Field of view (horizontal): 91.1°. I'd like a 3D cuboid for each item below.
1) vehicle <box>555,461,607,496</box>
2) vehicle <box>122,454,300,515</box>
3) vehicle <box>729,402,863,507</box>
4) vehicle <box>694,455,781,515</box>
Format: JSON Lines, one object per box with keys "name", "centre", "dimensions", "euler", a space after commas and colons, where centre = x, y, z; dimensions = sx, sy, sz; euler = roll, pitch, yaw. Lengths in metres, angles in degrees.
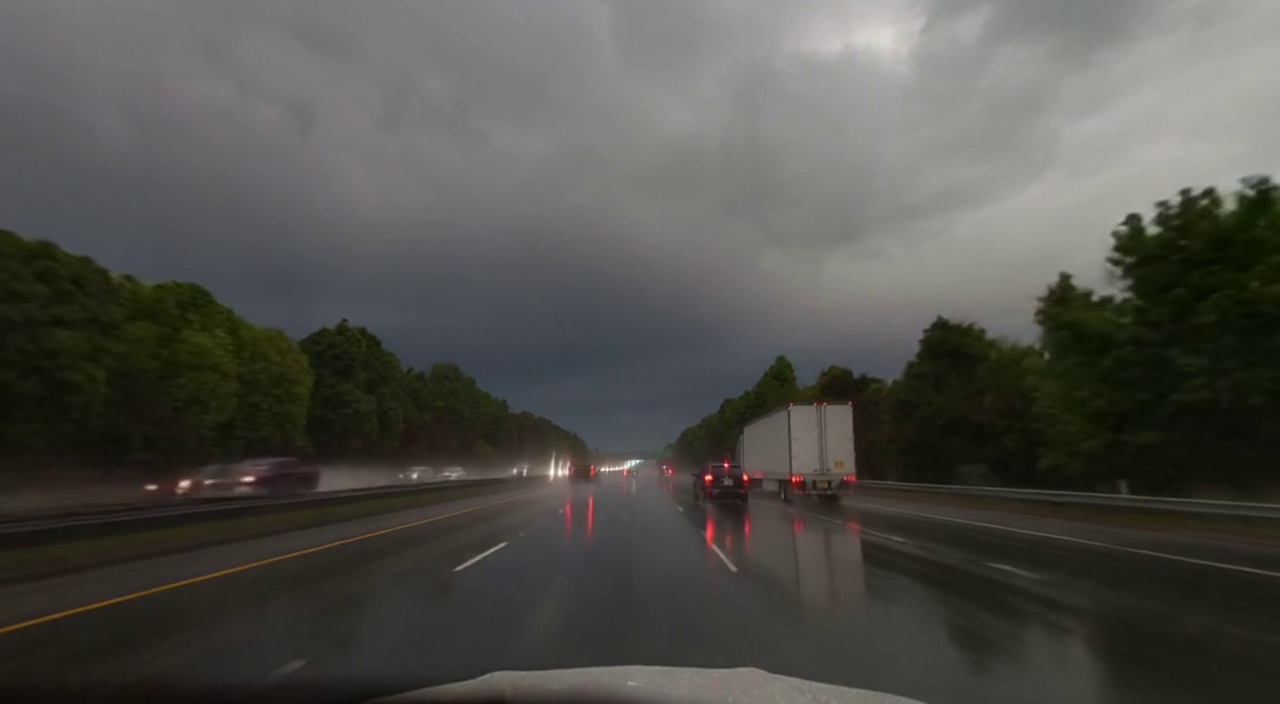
{"name": "vehicle", "centre": [-2.758, 6.105, 30.480], "dimensions": [2.025, 1.547, 4.150], "euler": [1, -10, 1]}
{"name": "vehicle", "centre": [-11.410, 3.551, 17.147], "dimensions": [1.827, 1.412, 4.194], "euler": [1, -10, 1]}
{"name": "vehicle", "centre": [7.449, 5.611, 33.697], "dimensions": [2.883, 4.151, 17.144], "euler": [1, -10, 0]}
{"name": "vehicle", "centre": [3.026, 4.292, 20.586], "dimensions": [2.050, 1.708, 4.457], "euler": [1, -10, -1]}
